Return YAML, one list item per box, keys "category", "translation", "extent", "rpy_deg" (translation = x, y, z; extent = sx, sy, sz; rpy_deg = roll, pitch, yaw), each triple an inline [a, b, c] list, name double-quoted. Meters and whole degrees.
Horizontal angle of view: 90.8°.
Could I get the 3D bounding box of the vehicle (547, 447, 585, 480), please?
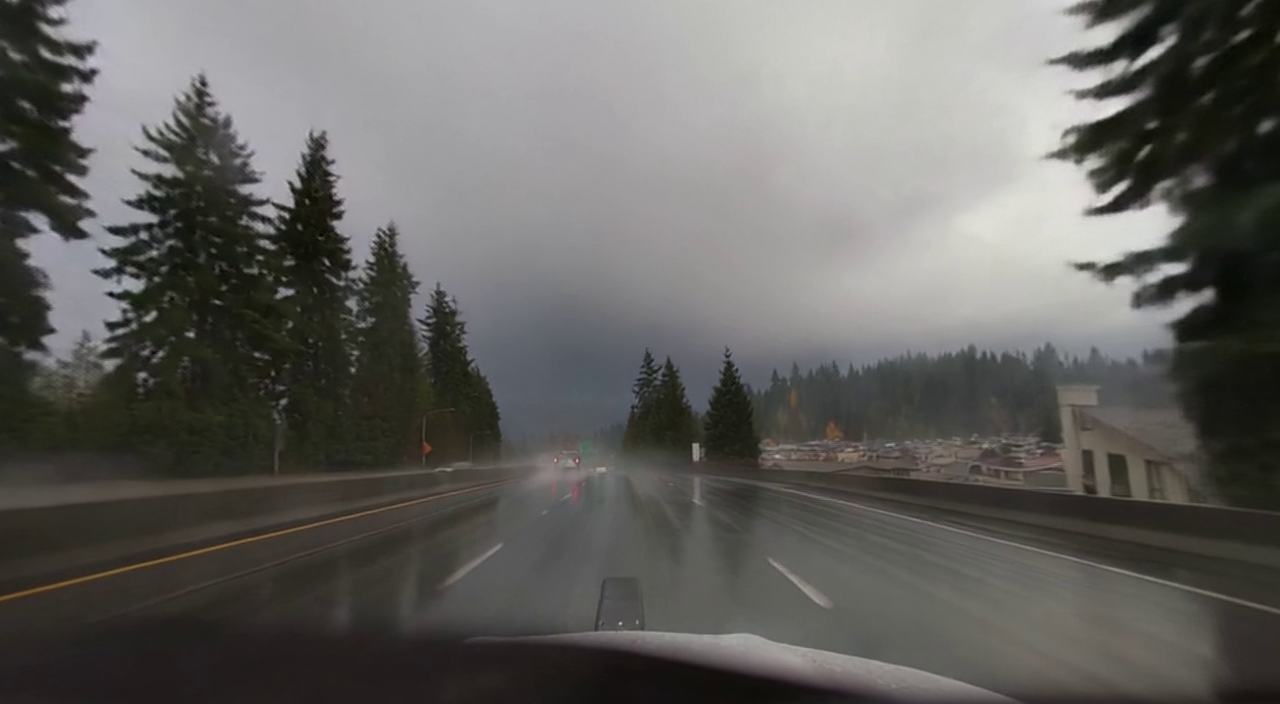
- category: "vehicle"
  translation: [-5.417, 8.211, 46.892]
  extent: [2.323, 2.252, 4.808]
  rpy_deg: [0, -9, -2]
